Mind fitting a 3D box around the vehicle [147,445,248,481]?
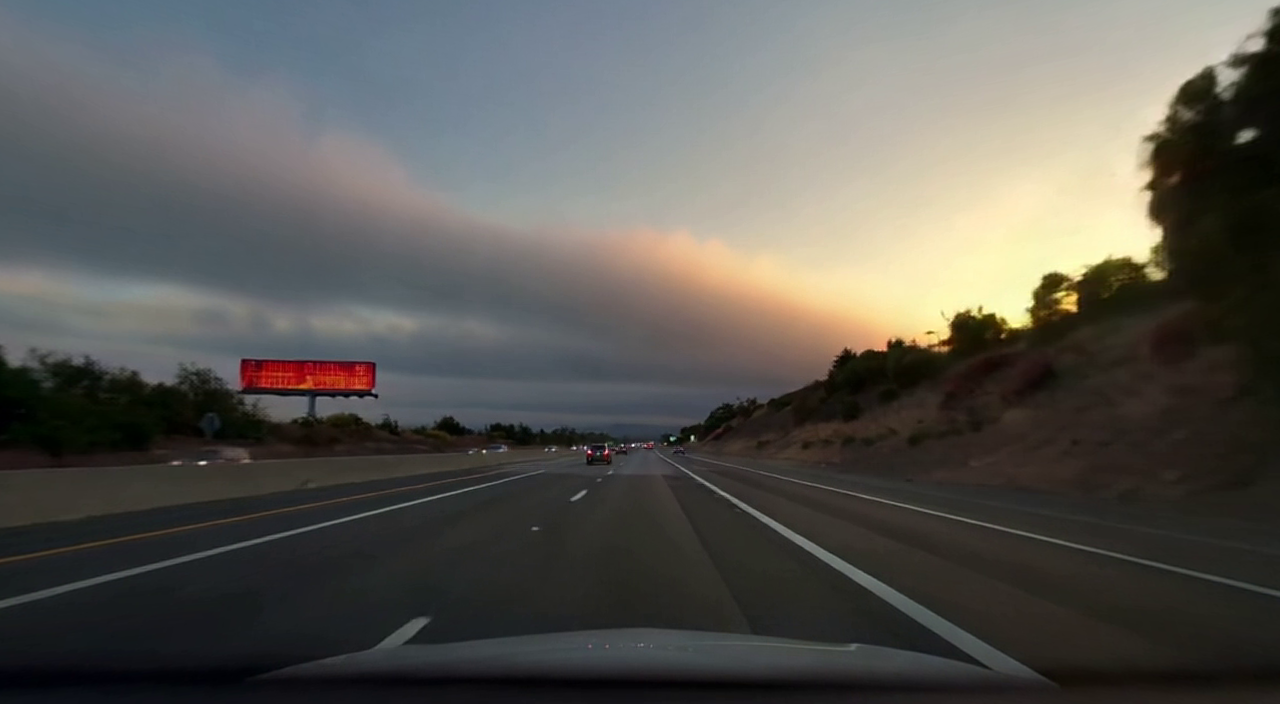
[{"bbox_3d":[-24.395,6.079,35.045,2.027,1.837,4.865,0,-8,0],"label":"vehicle"}]
